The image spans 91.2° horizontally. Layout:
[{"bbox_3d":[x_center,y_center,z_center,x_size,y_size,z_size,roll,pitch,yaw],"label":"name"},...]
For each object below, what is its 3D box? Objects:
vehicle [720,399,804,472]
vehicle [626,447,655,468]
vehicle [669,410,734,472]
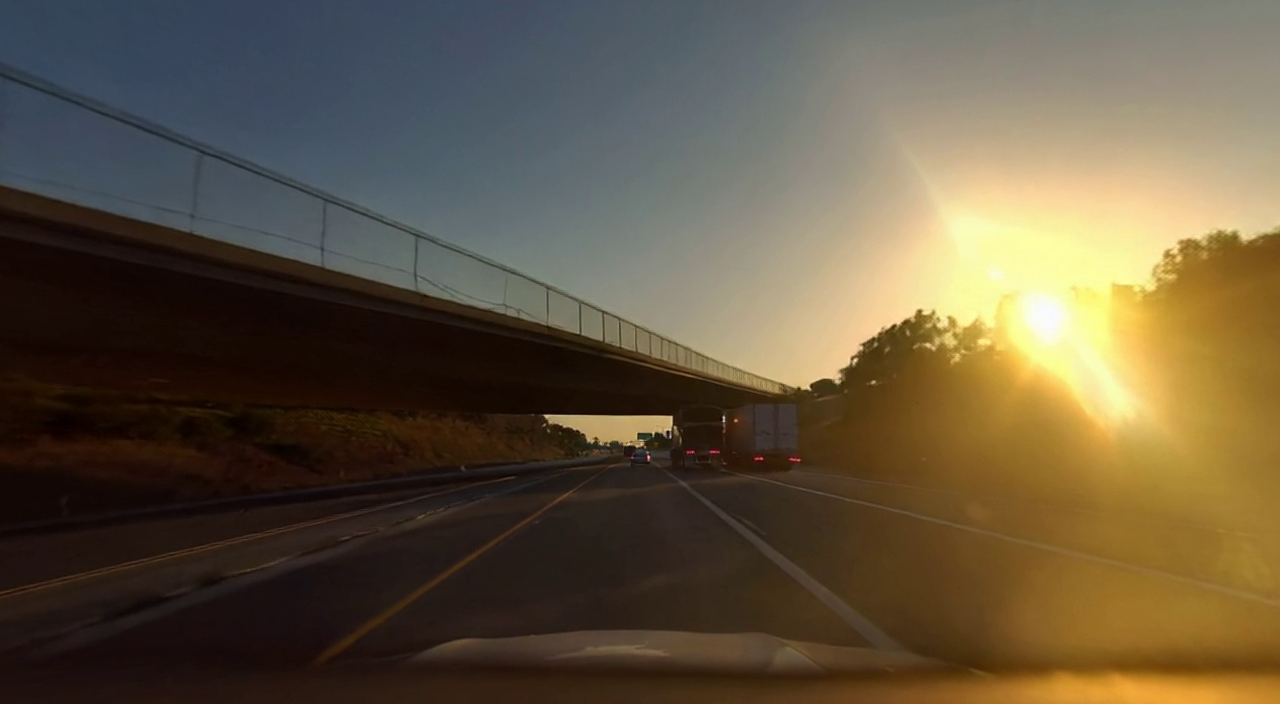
[{"bbox_3d":[7.875,5.793,42.833,3.268,4.172,12.771,-1,-8,1],"label":"vehicle"},{"bbox_3d":[0.020,7.752,46.246,2.083,1.473,3.923,0,-9,0],"label":"vehicle"},{"bbox_3d":[3.511,5.412,37.769,2.859,3.332,7.735,0,-9,-2],"label":"vehicle"}]
